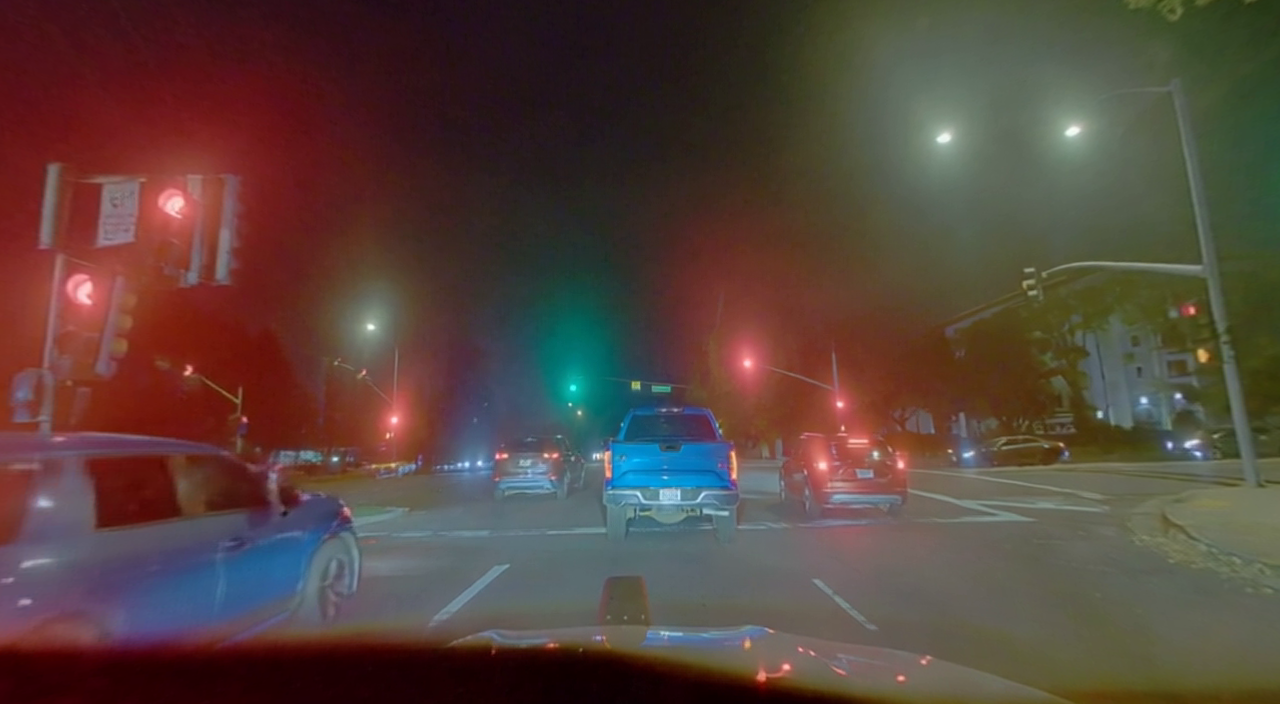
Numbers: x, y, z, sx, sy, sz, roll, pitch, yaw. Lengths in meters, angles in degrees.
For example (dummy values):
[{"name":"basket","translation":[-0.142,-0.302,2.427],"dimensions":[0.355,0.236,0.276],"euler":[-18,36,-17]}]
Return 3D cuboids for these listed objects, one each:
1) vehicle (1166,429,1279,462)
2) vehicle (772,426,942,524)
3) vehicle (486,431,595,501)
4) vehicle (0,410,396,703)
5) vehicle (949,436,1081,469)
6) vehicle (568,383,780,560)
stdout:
[{"name":"vehicle","translation":[27.777,4.363,29.459],"dimensions":[4.681,1.458,1.908],"euler":[0,-9,-1]},{"name":"vehicle","translation":[4.169,2.433,12.986],"dimensions":[1.984,1.659,4.226],"euler":[0,-8,0]},{"name":"vehicle","translation":[-2.690,3.241,18.390],"dimensions":[2.125,1.739,4.707],"euler":[-1,-8,4]},{"name":"vehicle","translation":[-3.321,1.130,3.449],"dimensions":[1.998,1.481,4.656],"euler":[0,-8,1]},{"name":"vehicle","translation":[16.896,4.538,28.518],"dimensions":[4.809,1.458,1.842],"euler":[0,-9,-3]},{"name":"vehicle","translation":[0.482,1.772,9.964],"dimensions":[2.505,2.084,4.768],"euler":[0,-8,2]}]
